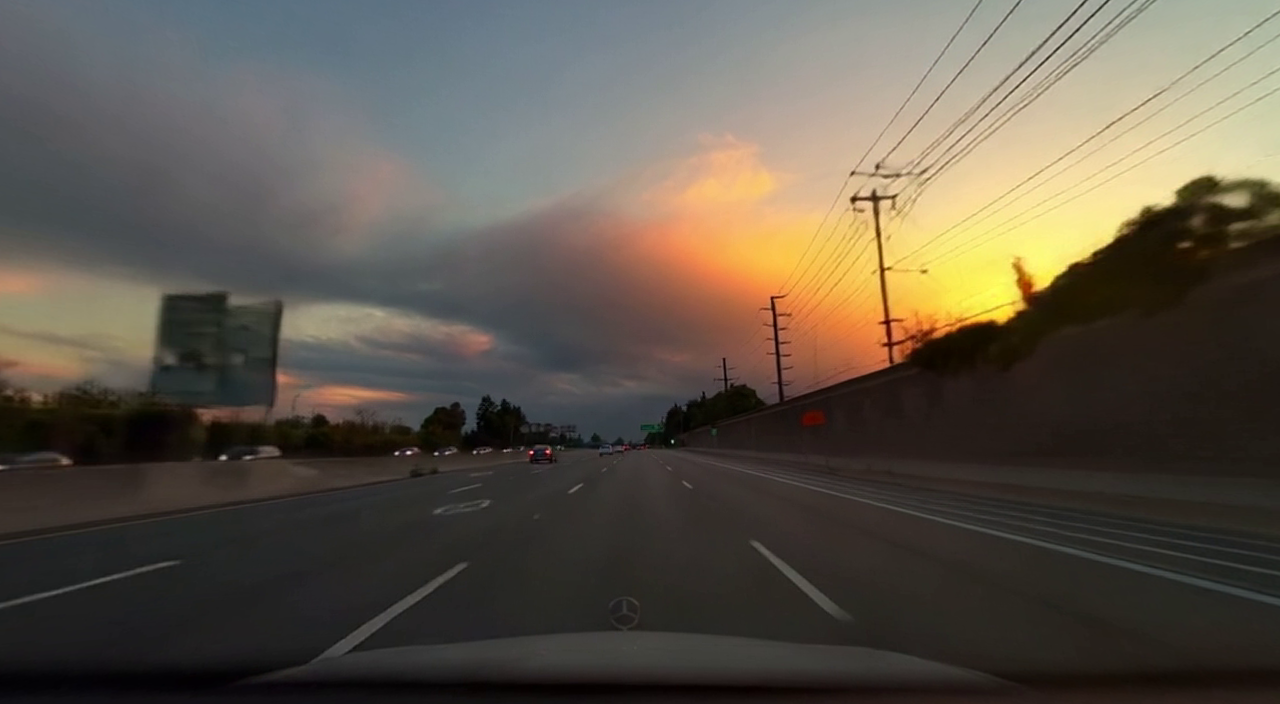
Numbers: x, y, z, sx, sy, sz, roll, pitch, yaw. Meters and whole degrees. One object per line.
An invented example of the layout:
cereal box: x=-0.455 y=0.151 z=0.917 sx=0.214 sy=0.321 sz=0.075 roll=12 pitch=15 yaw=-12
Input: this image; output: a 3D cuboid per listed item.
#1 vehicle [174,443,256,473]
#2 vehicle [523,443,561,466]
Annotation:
vehicle: x=-26.179 y=6.549 z=38.987 sx=1.962 sy=1.701 sz=4.482 roll=0 pitch=-9 yaw=0
vehicle: x=-7.104 y=7.487 z=46.068 sx=2.034 sy=1.563 sz=4.476 roll=0 pitch=-9 yaw=1
